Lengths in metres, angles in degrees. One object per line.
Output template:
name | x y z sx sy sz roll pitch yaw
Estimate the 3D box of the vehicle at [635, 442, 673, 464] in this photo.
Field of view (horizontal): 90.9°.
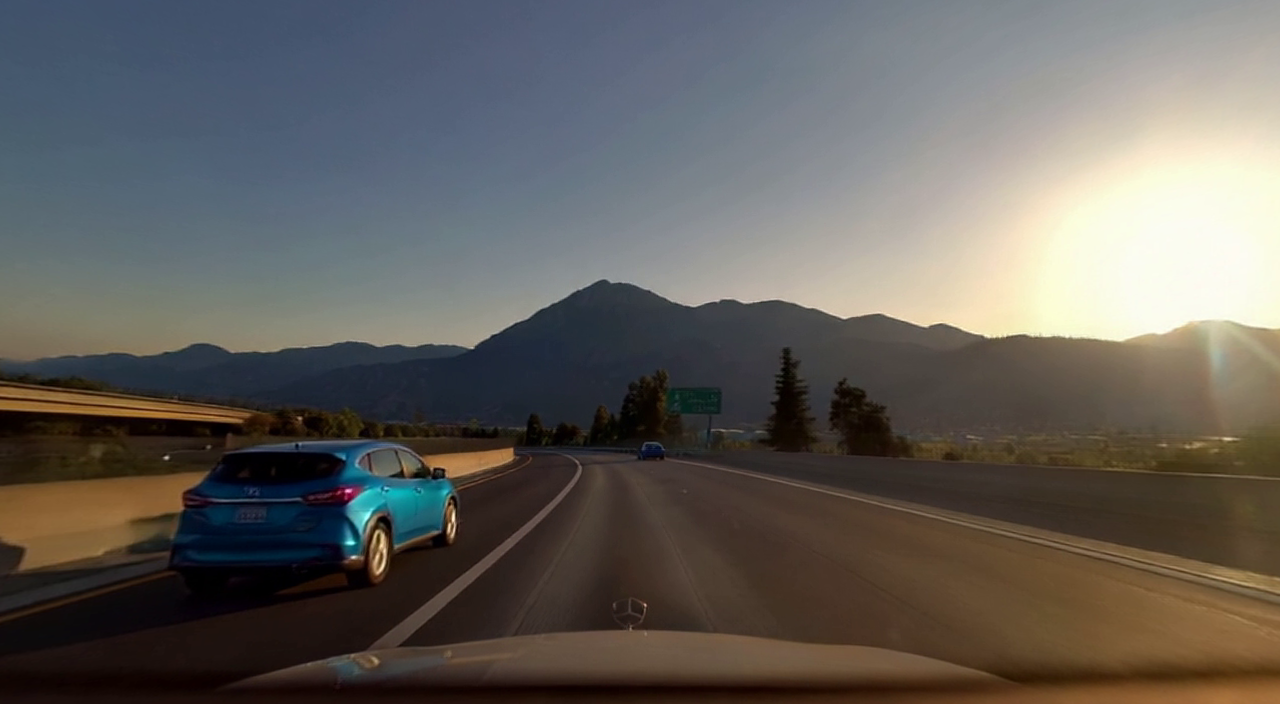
vehicle | 0.917 7.214 44.949 1.985 1.440 4.466 1 -9 -8
